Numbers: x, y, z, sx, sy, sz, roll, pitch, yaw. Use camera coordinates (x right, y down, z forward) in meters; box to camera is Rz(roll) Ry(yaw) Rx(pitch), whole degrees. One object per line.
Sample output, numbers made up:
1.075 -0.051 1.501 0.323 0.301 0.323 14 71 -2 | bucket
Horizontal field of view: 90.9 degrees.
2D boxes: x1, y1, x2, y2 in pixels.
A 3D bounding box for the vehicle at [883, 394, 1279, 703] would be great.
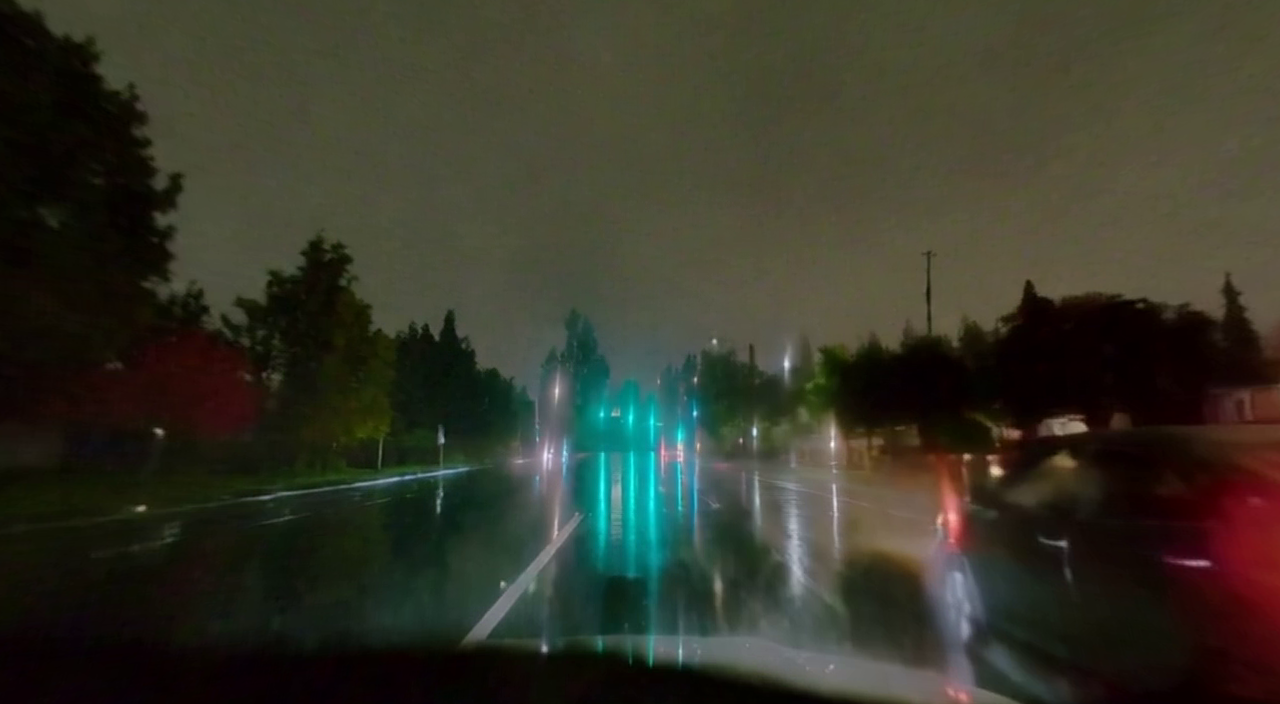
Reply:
3.176 1.065 3.307 2.134 1.476 4.327 0 -8 1 | vehicle
